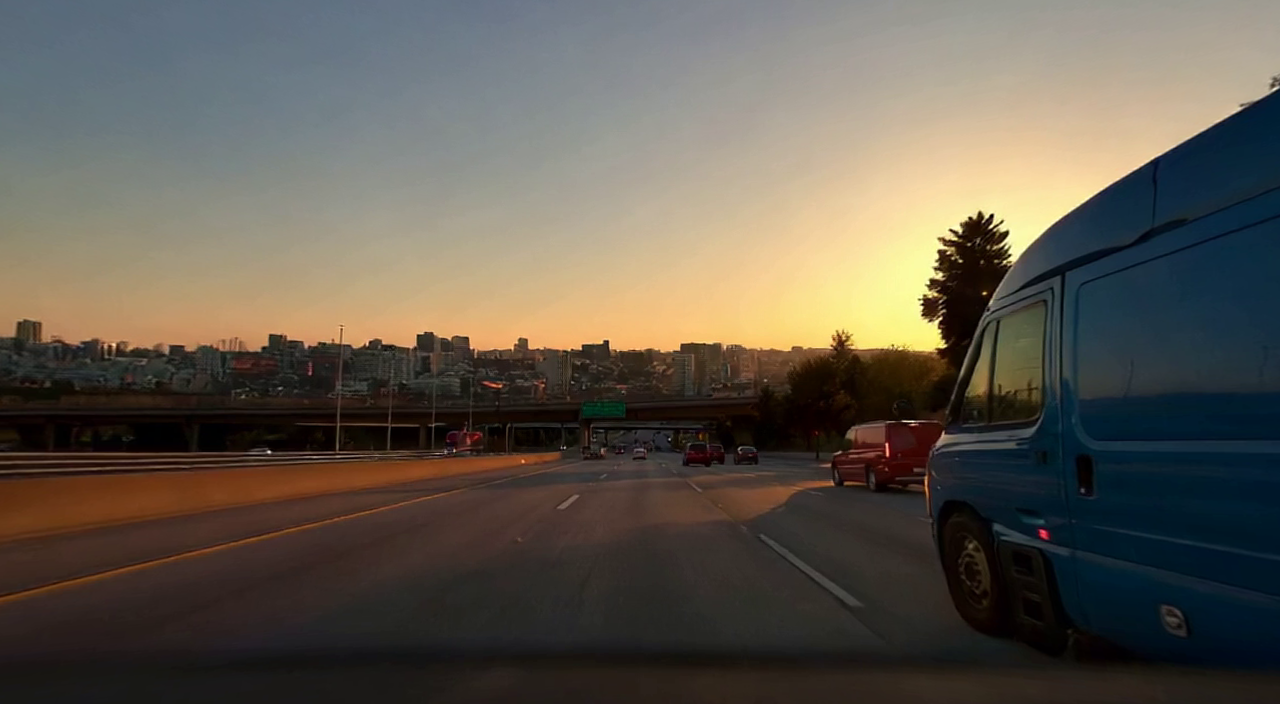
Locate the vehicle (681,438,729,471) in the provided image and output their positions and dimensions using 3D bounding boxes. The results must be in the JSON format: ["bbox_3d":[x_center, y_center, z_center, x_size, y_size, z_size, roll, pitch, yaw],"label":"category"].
[{"bbox_3d":[4.066,6.576,40.755,2.464,1.961,5.520,0,-8,0],"label":"vehicle"}]

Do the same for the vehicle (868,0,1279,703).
[{"bbox_3d":[3.174,0.245,1.773,2.436,2.745,7.034,0,-8,0],"label":"vehicle"}]
